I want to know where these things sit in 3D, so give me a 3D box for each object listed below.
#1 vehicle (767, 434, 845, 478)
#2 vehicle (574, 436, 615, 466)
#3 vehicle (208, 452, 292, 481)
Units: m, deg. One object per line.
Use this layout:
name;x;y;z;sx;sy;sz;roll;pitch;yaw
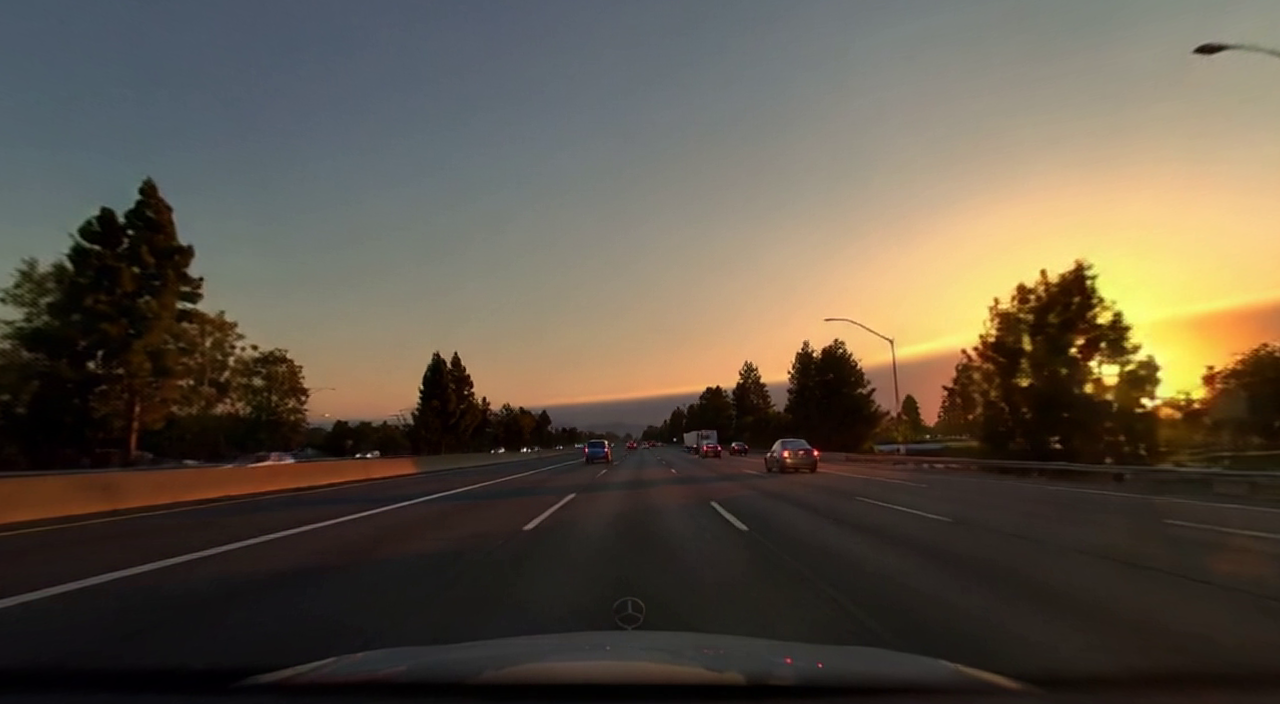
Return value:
vehicle;6.898;4.358;26.678;2.063;1.706;4.259;0;-8;-1
vehicle;-3.138;6.947;44.428;2.453;1.952;5.320;0;-8;1
vehicle;-22.085;6.491;35.946;1.878;1.486;4.512;0;-8;0
